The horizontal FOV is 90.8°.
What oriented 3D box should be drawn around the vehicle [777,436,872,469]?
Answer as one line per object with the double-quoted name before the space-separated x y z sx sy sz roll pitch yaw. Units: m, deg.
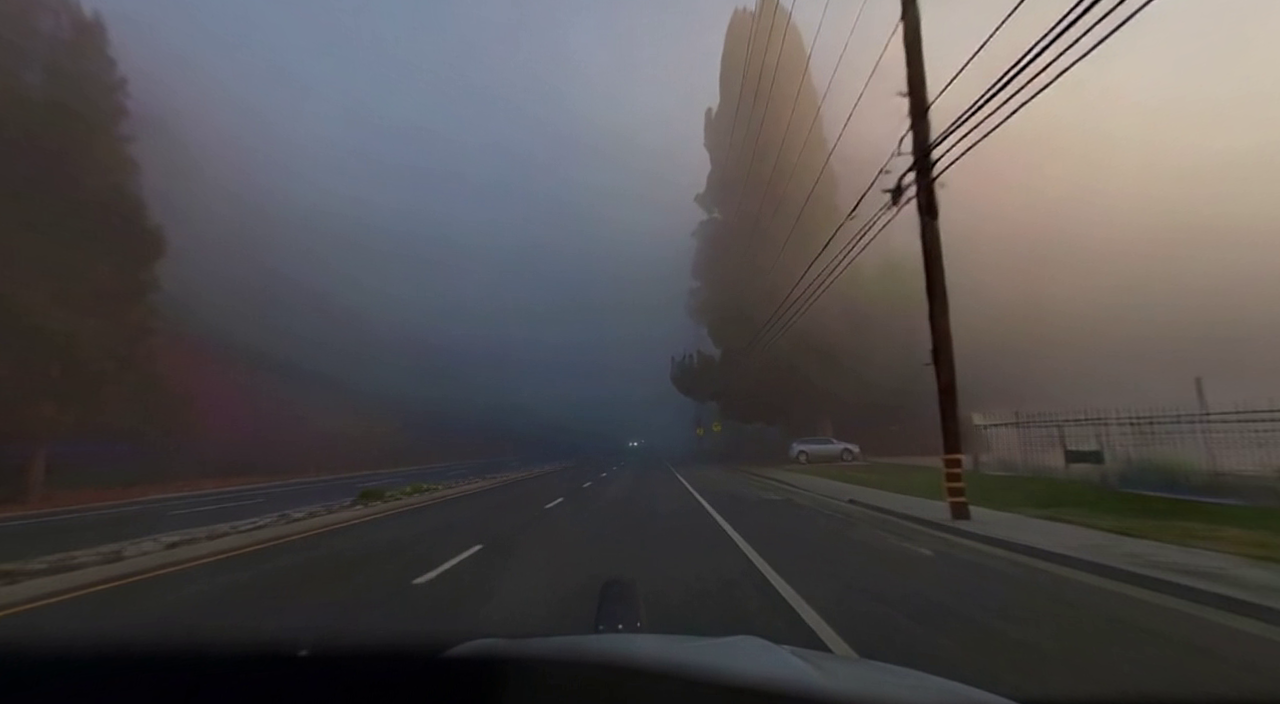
"vehicle" 9.778 5.350 33.695 4.387 1.680 1.958 1 -9 -4
